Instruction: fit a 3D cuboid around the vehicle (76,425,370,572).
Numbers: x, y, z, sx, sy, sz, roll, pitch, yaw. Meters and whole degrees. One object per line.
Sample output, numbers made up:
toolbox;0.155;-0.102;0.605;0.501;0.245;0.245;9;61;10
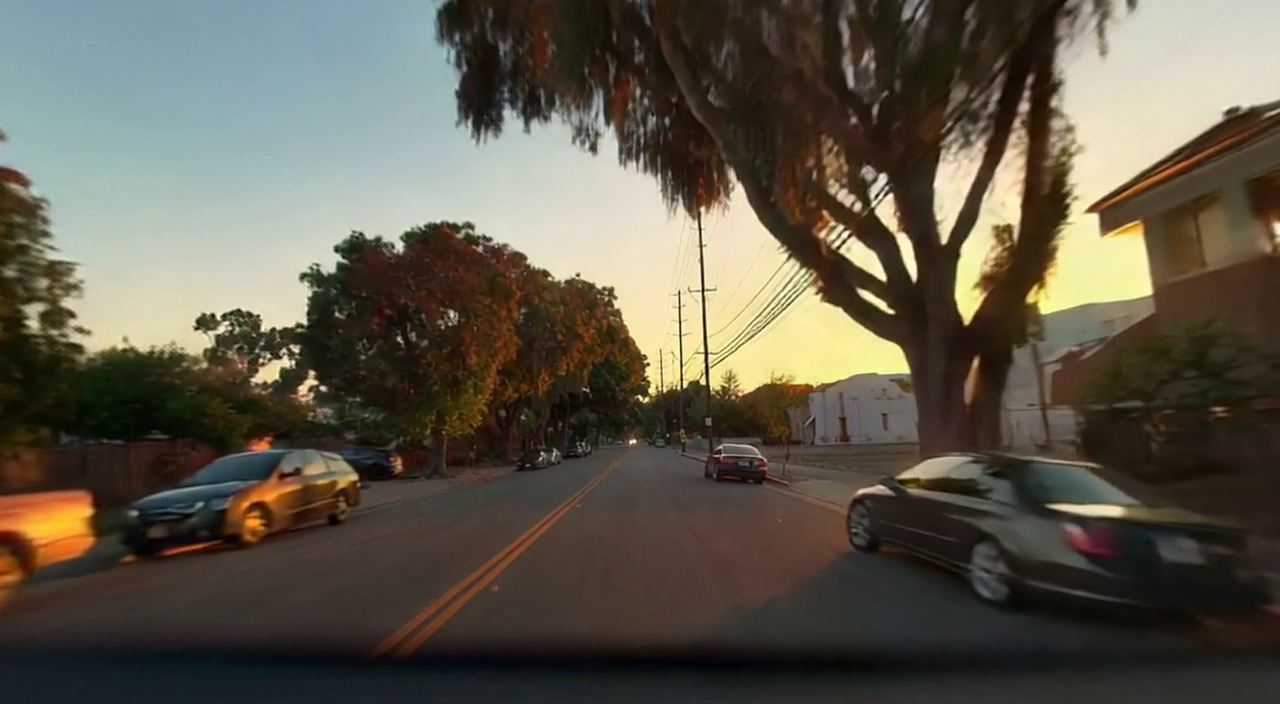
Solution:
vehicle;-6.628;2.316;10.890;2.059;1.831;4.590;-3;-8;-1

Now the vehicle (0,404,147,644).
vehicle;-6.274;1.238;3.735;2.382;1.869;5.476;-4;-9;-1

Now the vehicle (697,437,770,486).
vehicle;3.112;3.740;21.905;1.843;1.495;3.930;0;-8;-1

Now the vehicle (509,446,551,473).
vehicle;-6.733;6.631;39.115;1.815;1.402;4.559;-4;-8;-1

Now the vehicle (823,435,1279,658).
vehicle;3.422;1.543;6.218;1.802;1.382;4.300;0;-8;-2
